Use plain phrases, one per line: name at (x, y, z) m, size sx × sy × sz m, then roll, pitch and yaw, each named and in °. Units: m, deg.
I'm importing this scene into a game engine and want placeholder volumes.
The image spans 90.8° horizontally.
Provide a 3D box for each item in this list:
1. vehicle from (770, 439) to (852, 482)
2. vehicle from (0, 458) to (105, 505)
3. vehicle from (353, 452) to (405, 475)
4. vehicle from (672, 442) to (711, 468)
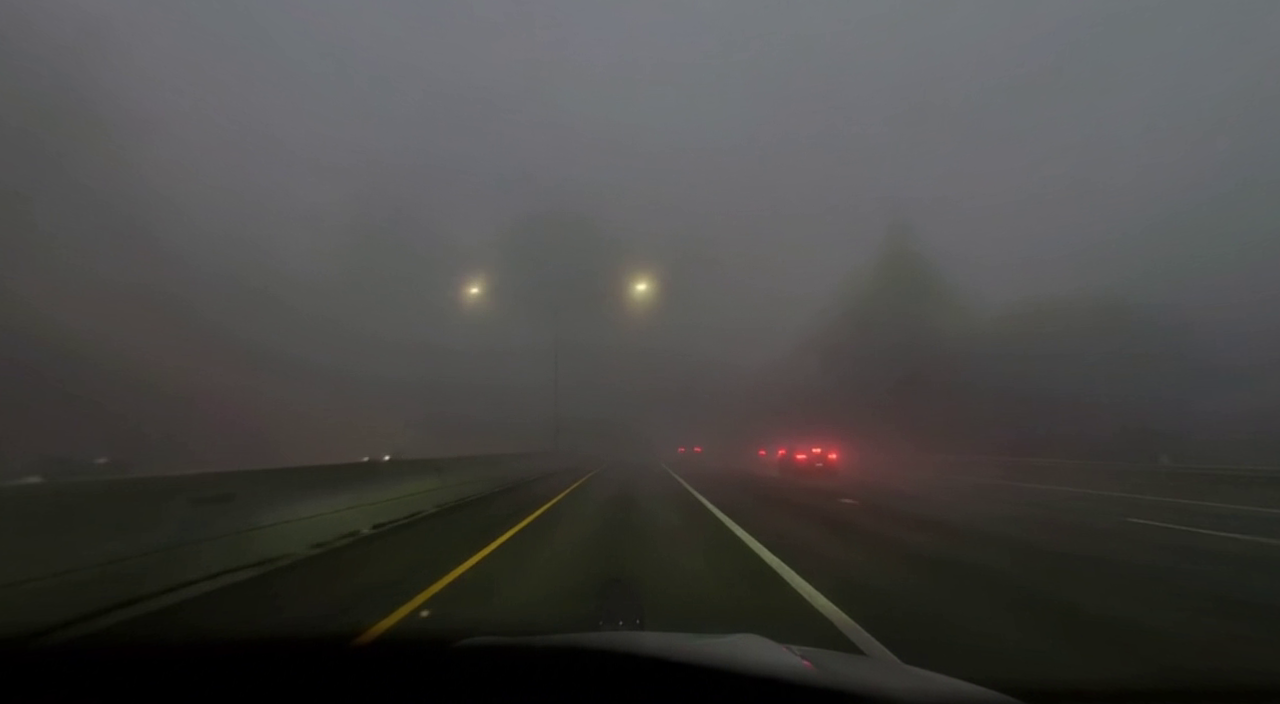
vehicle at (6.623, 4.246, 24.932) m, size 2.038 × 1.528 × 3.910 m, roll 0°, pitch -9°, yaw -2°
vehicle at (-22.050, 4.595, 22.766) m, size 2.022 × 1.416 × 3.938 m, roll 0°, pitch -8°, yaw 0°
vehicle at (-14.645, 6.233, 35.576) m, size 1.417 × 1.156 × 3.608 m, roll 0°, pitch -8°, yaw 0°
vehicle at (3.231, 6.531, 40.322) m, size 2.056 × 1.553 × 4.320 m, roll 0°, pitch -9°, yaw -1°
